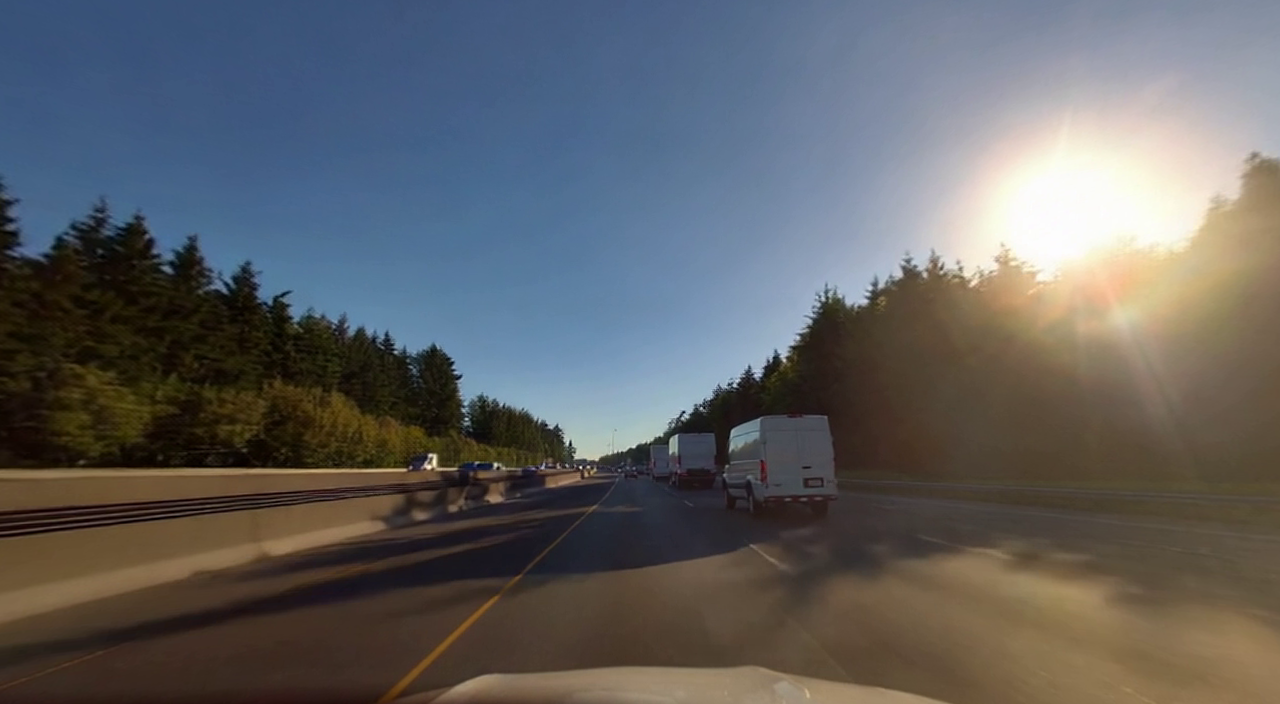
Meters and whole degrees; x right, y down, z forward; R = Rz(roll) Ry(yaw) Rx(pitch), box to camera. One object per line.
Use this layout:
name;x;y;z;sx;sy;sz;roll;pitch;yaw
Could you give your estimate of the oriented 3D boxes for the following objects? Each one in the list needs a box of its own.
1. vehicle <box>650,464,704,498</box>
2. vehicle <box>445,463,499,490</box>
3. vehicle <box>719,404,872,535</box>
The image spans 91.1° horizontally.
vehicle;1.693;6.130;30.011;2.081;1.453;4.300;1;-10;-3
vehicle;-9.921;7.365;37.419;1.913;1.466;4.660;1;-10;0
vehicle;3.504;2.875;15.533;2.291;2.639;5.280;1;-10;-1
